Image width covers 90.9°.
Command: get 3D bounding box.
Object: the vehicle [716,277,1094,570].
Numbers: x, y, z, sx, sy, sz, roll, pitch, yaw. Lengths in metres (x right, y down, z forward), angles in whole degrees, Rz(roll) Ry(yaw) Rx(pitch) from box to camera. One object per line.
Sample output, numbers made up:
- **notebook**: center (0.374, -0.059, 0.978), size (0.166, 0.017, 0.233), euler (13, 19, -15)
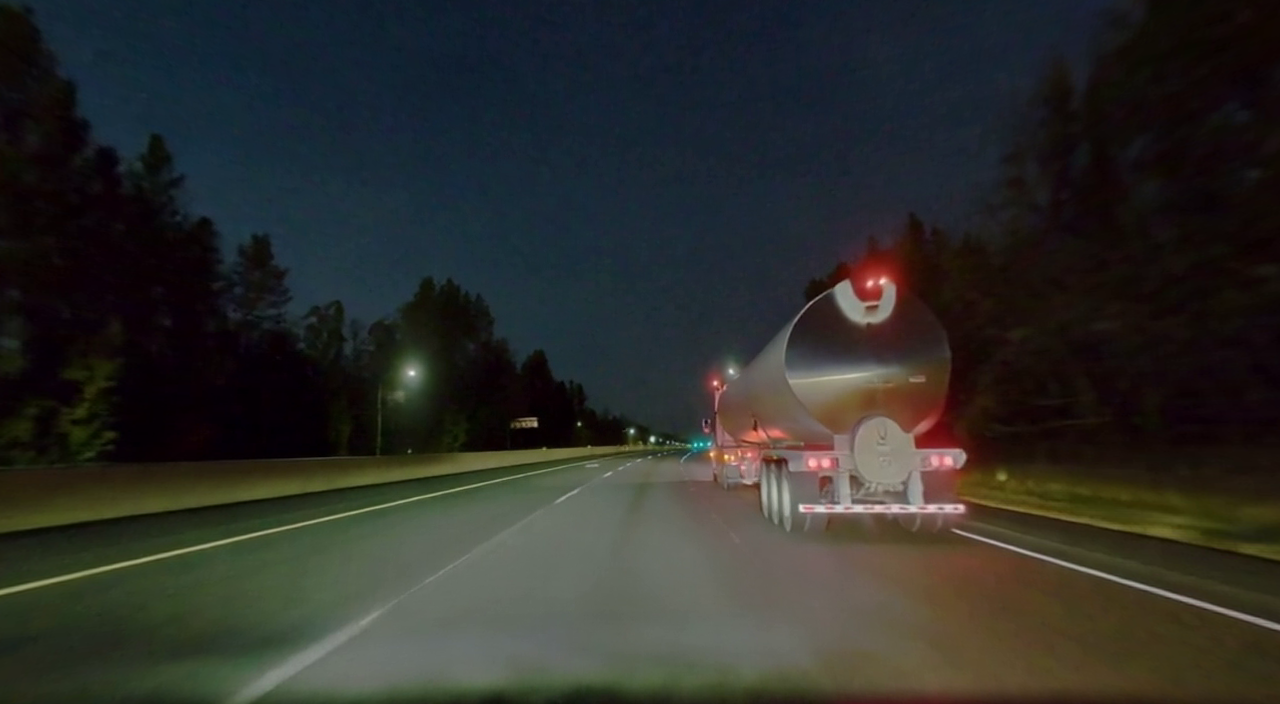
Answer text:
- **vehicle**: center (4.074, 1.880, 14.965), size (2.880, 3.624, 14.397), euler (0, -8, 1)
